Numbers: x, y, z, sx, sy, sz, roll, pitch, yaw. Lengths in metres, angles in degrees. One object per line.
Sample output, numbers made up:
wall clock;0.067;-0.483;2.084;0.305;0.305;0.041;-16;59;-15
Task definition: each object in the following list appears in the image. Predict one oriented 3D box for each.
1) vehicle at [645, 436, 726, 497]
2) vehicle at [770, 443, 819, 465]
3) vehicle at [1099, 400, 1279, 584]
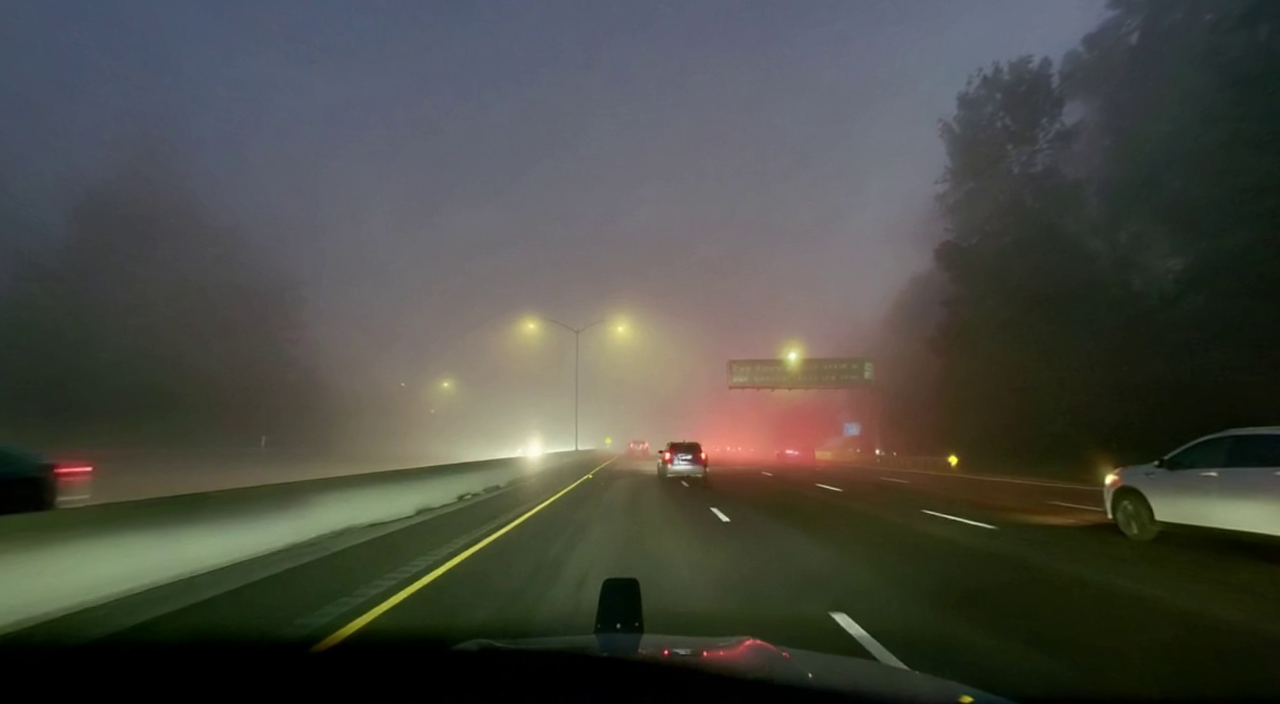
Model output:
vehicle;1.226;3.345;18.954;1.864;1.566;4.446;0;-8;-3
vehicle;10.751;7.095;44.242;2.087;1.442;4.834;0;-9;-1
vehicle;6.907;1.273;5.731;2.027;1.679;4.543;0;-9;0
